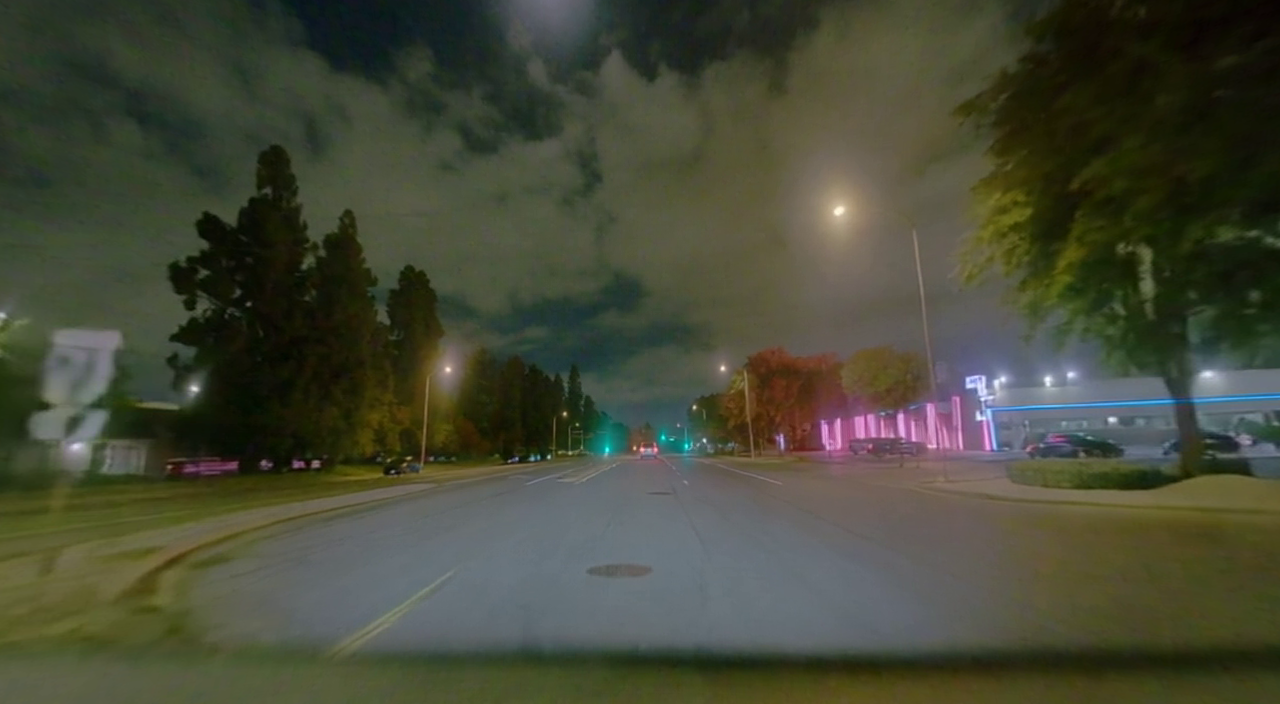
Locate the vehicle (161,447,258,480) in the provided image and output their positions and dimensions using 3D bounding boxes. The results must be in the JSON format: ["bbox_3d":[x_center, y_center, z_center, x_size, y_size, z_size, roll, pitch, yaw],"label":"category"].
[{"bbox_3d":[-26.272,6.768,38.601,4.633,1.923,2.074,6,-10,-33],"label":"vehicle"}]

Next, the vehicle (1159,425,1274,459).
[{"bbox_3d":[29.765,4.678,32.734,1.854,1.604,4.333,0,-8,0],"label":"vehicle"}]

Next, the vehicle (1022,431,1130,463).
[{"bbox_3d":[22.313,4.890,32.561,2.009,1.533,5.047,0,-8,0],"label":"vehicle"}]
